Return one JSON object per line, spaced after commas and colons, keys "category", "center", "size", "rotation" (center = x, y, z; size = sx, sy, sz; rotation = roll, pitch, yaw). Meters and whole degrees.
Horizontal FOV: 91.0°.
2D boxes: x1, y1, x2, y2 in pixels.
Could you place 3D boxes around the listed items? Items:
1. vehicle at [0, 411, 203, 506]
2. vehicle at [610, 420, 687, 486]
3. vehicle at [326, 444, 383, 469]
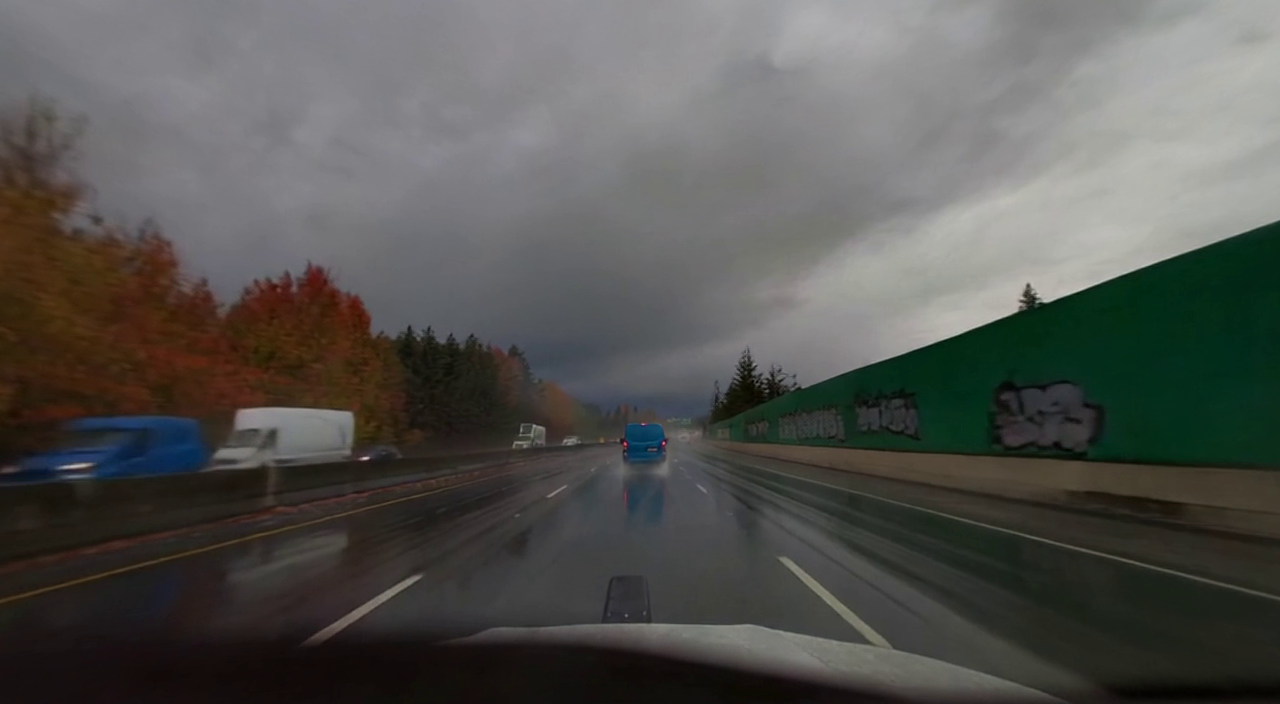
{"category": "vehicle", "center": [-16.993, 3.218, 19.551], "size": [2.401, 2.471, 5.918], "rotation": [0, -8, 1]}
{"category": "vehicle", "center": [0.237, 3.328, 21.032], "size": [2.283, 1.956, 4.421], "rotation": [0, -8, 0]}
{"category": "vehicle", "center": [-18.967, 6.949, 41.987], "size": [1.864, 1.588, 4.152], "rotation": [0, -8, 0]}
